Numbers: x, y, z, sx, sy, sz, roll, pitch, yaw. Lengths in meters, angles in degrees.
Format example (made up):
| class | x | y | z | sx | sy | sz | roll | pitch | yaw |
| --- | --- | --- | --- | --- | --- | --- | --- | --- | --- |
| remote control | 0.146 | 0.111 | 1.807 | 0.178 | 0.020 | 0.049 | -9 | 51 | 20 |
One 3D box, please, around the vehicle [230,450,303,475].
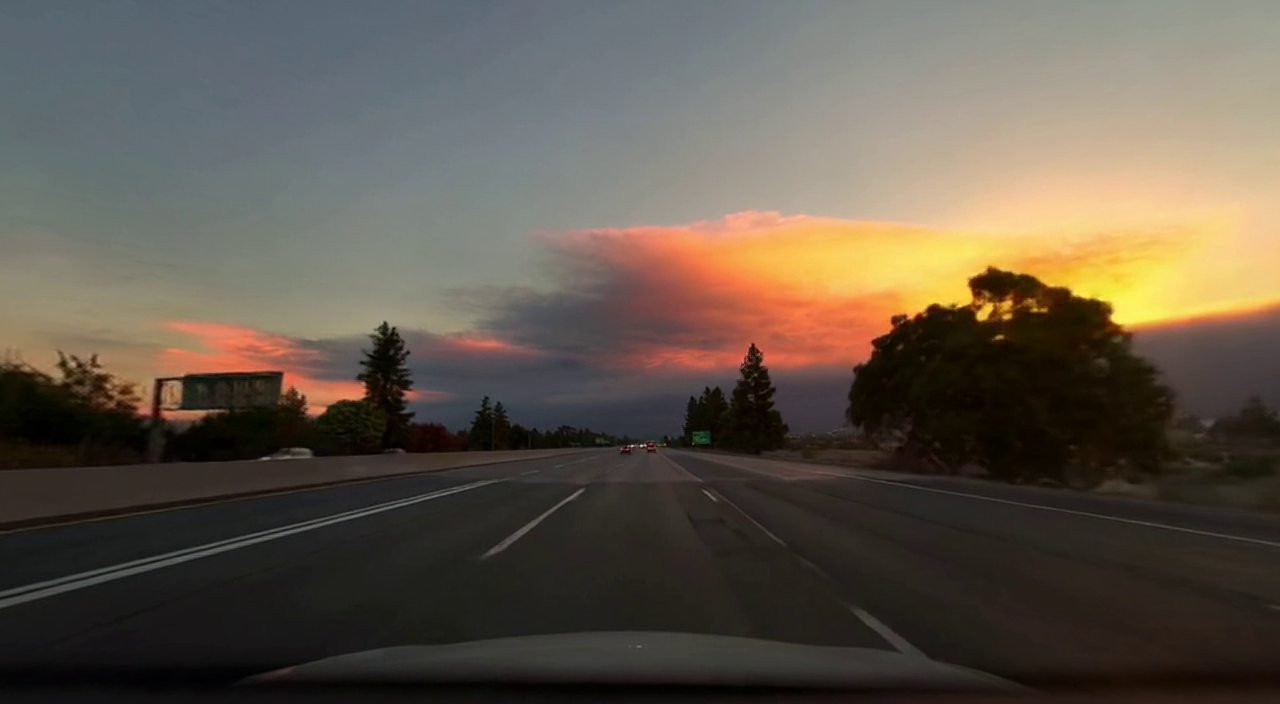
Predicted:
| class | x | y | z | sx | sy | sz | roll | pitch | yaw |
| --- | --- | --- | --- | --- | --- | --- | --- | --- | --- |
| vehicle | -24.358 | 7.187 | 41.313 | 1.822 | 1.479 | 4.695 | 0 | -8 | 1 |
